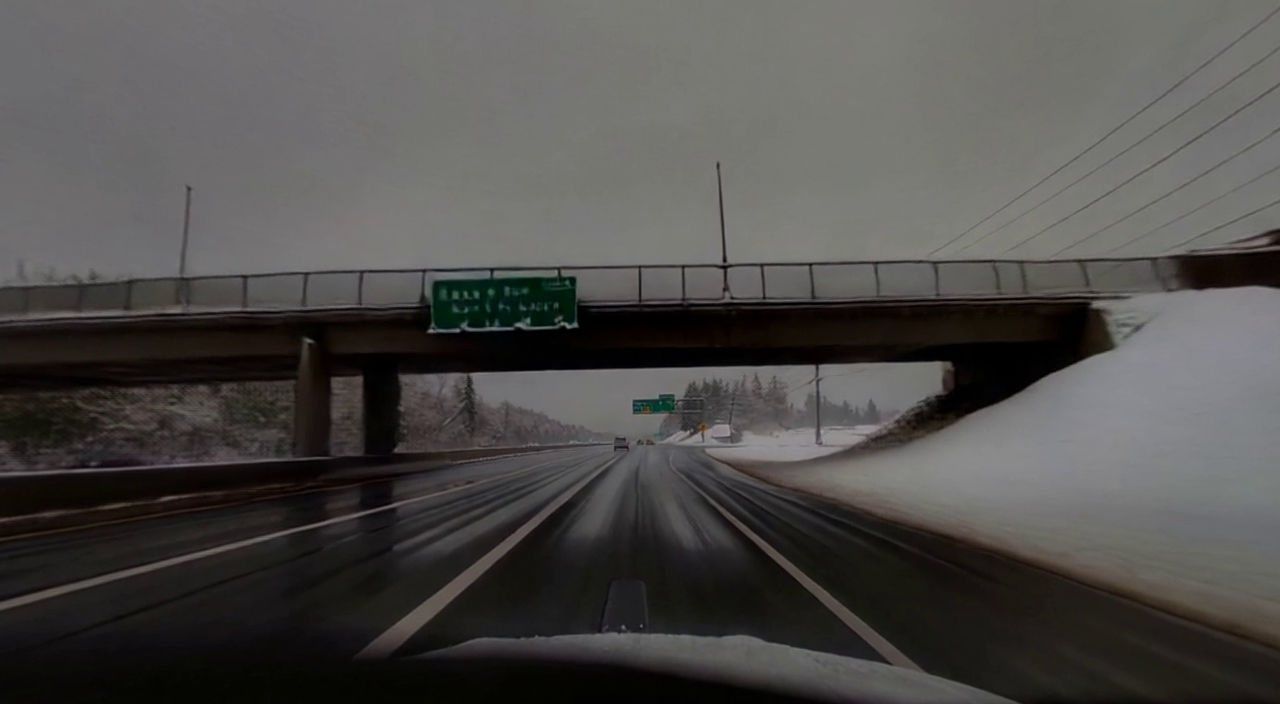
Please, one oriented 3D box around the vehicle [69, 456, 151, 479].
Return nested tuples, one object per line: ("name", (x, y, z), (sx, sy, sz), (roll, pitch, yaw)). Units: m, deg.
("vehicle", (-39.703, 8.656, 47.415), (1.895, 1.540, 4.839), (0, -8, 1))
